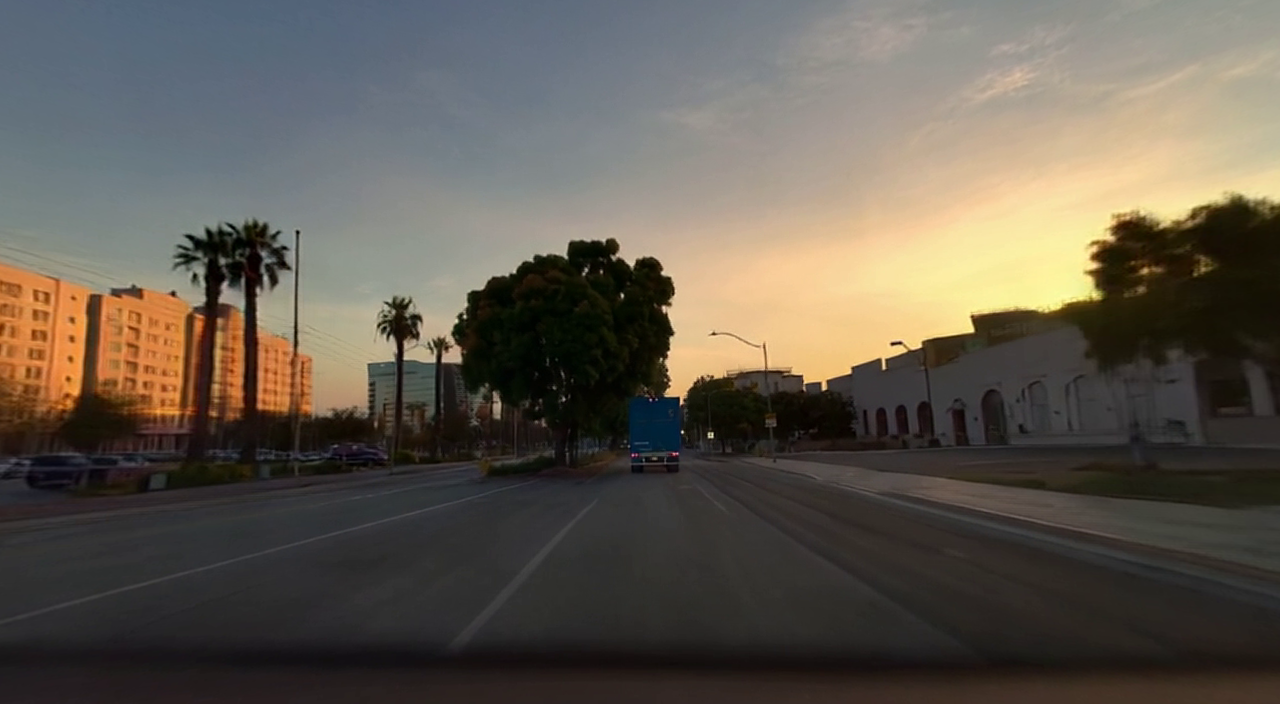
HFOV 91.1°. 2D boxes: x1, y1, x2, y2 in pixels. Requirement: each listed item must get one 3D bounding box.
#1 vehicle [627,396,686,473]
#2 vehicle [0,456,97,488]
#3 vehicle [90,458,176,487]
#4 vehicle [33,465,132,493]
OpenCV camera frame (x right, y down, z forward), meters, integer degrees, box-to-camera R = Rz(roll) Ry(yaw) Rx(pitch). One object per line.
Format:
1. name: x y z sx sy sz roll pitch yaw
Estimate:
1. vehicle: 0.740 5.135 38.254 2.992 3.949 11.815 0 -9 -1
2. vehicle: -39.090 7.872 41.248 4.931 1.941 1.888 0 -8 0
3. vehicle: -33.539 7.957 41.588 4.128 1.603 1.853 -3 -9 1
4. vehicle: -34.207 7.771 38.574 4.296 1.513 1.825 0 -7 1
